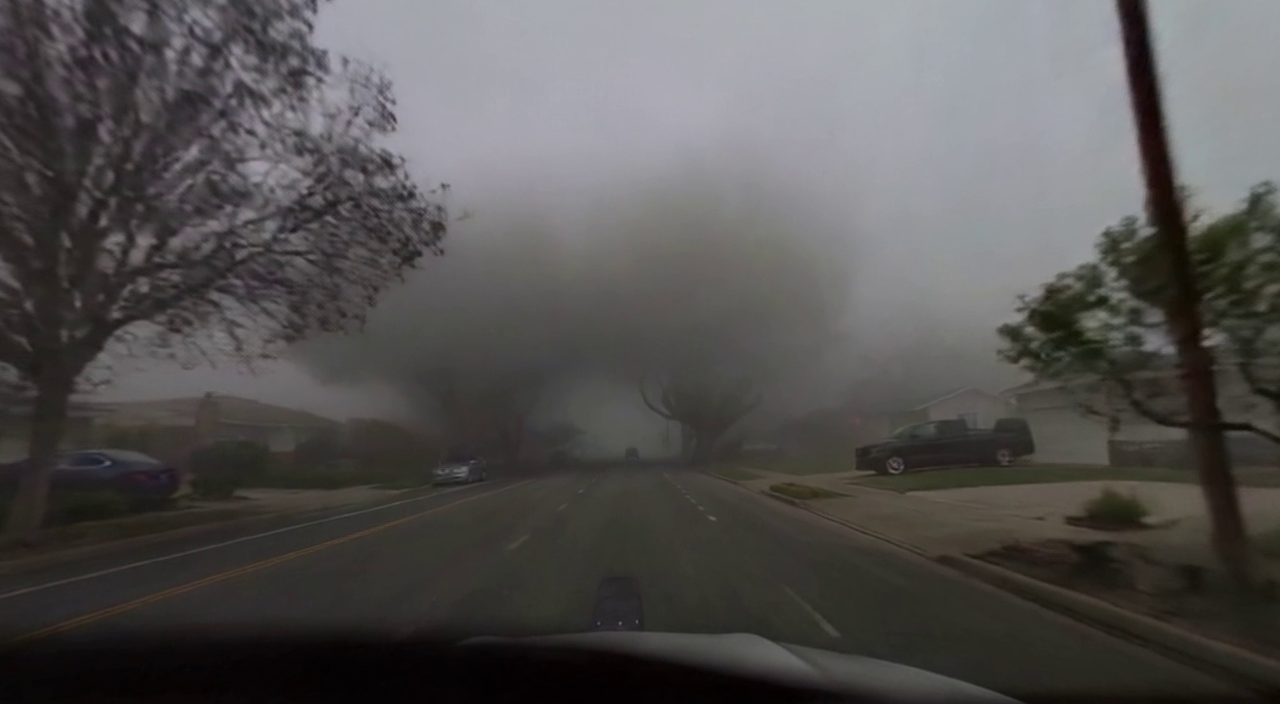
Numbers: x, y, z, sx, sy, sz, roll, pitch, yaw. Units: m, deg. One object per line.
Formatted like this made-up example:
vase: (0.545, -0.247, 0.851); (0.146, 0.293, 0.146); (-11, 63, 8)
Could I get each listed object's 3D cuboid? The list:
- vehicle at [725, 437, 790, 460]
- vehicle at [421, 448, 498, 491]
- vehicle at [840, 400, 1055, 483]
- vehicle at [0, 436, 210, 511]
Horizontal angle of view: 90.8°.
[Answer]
vehicle: (8.861, 7.316, 47.863); (4.535, 1.697, 1.968); (0, -8, -1)
vehicle: (-7.619, 4.992, 27.160); (1.973, 1.500, 4.781); (-5, -9, -2)
vehicle: (9.007, 2.669, 18.875); (5.221, 1.958, 1.992); (-4, -8, 0)
vehicle: (-14.213, 3.034, 16.057); (4.995, 1.760, 1.988); (0, -8, -2)
